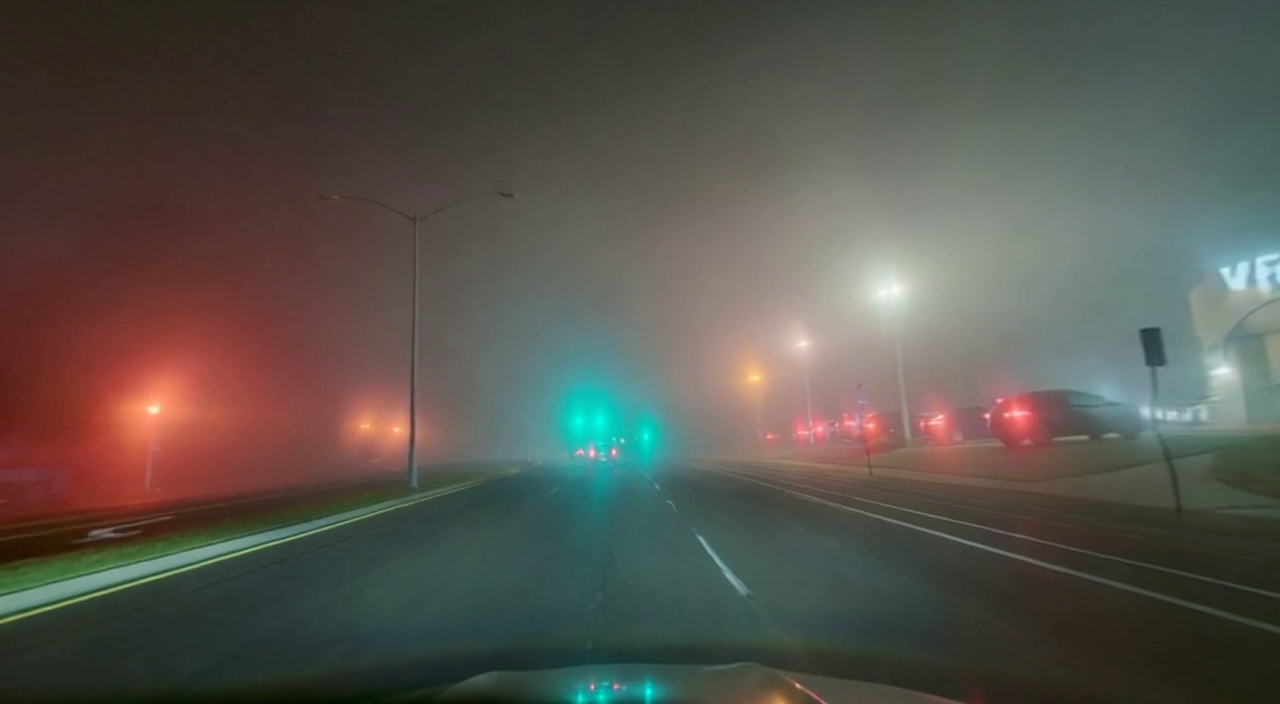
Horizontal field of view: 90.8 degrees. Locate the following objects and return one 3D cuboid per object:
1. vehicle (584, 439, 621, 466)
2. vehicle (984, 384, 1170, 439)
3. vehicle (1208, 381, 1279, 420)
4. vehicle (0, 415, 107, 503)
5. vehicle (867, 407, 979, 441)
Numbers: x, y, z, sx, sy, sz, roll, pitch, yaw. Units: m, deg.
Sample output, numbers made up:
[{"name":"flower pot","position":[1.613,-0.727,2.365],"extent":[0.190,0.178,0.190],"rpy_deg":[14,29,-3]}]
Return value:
[{"name":"vehicle","position":[-2.506,6.497,41.136],"extent":[2.197,1.642,4.312],"rpy_deg":[1,-8,-6]},{"name":"vehicle","position":[14.946,2.091,21.816],"extent":[4.851,1.737,2.189],"rpy_deg":[0,-8,-5]},{"name":"vehicle","position":[29.951,2.307,29.659],"extent":[2.175,1.626,4.598],"rpy_deg":[0,-8,-1]},{"name":"vehicle","position":[-29.570,4.920,29.044],"extent":[3.377,3.796,8.315],"rpy_deg":[-1,-8,-5]},{"name":"vehicle","position":[14.401,3.706,32.334],"extent":[4.742,1.602,1.999],"rpy_deg":[0,-8,-4]}]
